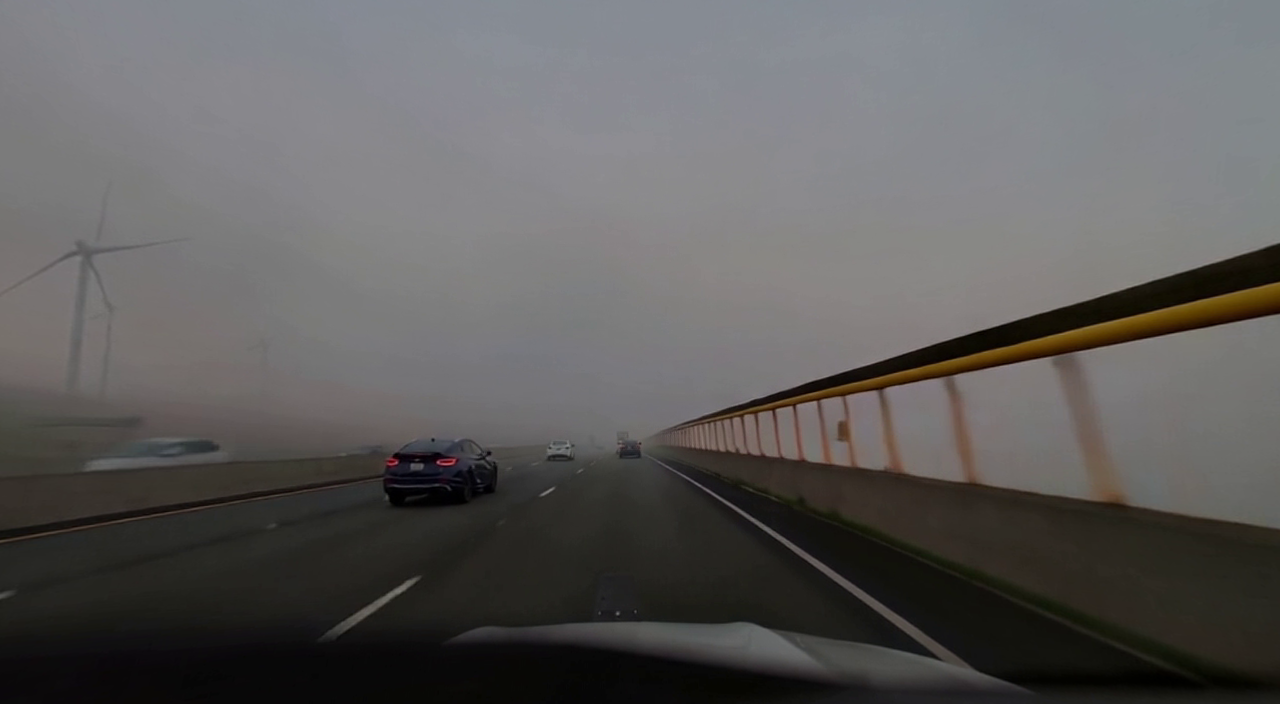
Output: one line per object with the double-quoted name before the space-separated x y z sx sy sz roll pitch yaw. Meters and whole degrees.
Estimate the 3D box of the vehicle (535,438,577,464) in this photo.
"vehicle" -4.940 5.857 37.524 2.059 1.436 3.802 0 -8 -1

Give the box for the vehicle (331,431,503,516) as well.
"vehicle" -4.423 2.456 13.433 1.998 1.468 4.635 0 -8 0

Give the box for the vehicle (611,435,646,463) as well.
"vehicle" -0.683 5.789 37.751 2.027 1.550 3.607 0 -8 -1

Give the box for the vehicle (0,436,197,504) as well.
"vehicle" -14.969 3.124 17.340 2.009 1.578 4.910 0 -8 -1
